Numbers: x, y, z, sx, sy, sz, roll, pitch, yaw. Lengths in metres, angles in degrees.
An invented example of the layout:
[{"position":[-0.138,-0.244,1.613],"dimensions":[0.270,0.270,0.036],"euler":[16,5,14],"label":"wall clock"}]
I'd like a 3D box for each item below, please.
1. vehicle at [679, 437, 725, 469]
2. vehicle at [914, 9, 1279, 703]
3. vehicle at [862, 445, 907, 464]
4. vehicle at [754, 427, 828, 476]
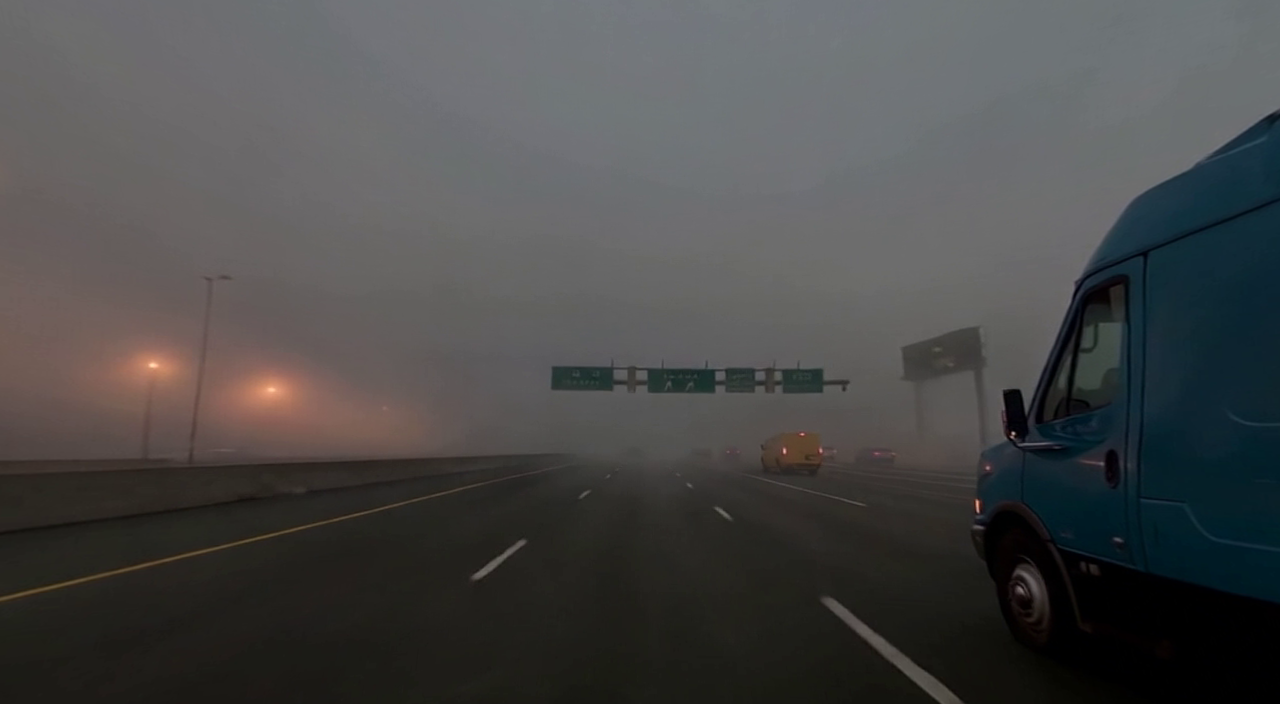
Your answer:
[{"position":[4.101,6.784,42.650],"dimensions":[2.464,1.961,5.520],"euler":[0,-8,-1],"label":"vehicle"},{"position":[3.286,0.131,1.059],"dimensions":[2.436,2.745,7.034],"euler":[0,-8,0],"label":"vehicle"},{"position":[19.020,7.962,49.178],"dimensions":[1.802,1.463,4.148],"euler":[0,-8,-1],"label":"vehicle"},{"position":[7.441,4.974,31.748],"dimensions":[2.301,2.203,5.419],"euler":[0,-8,-1],"label":"vehicle"}]
